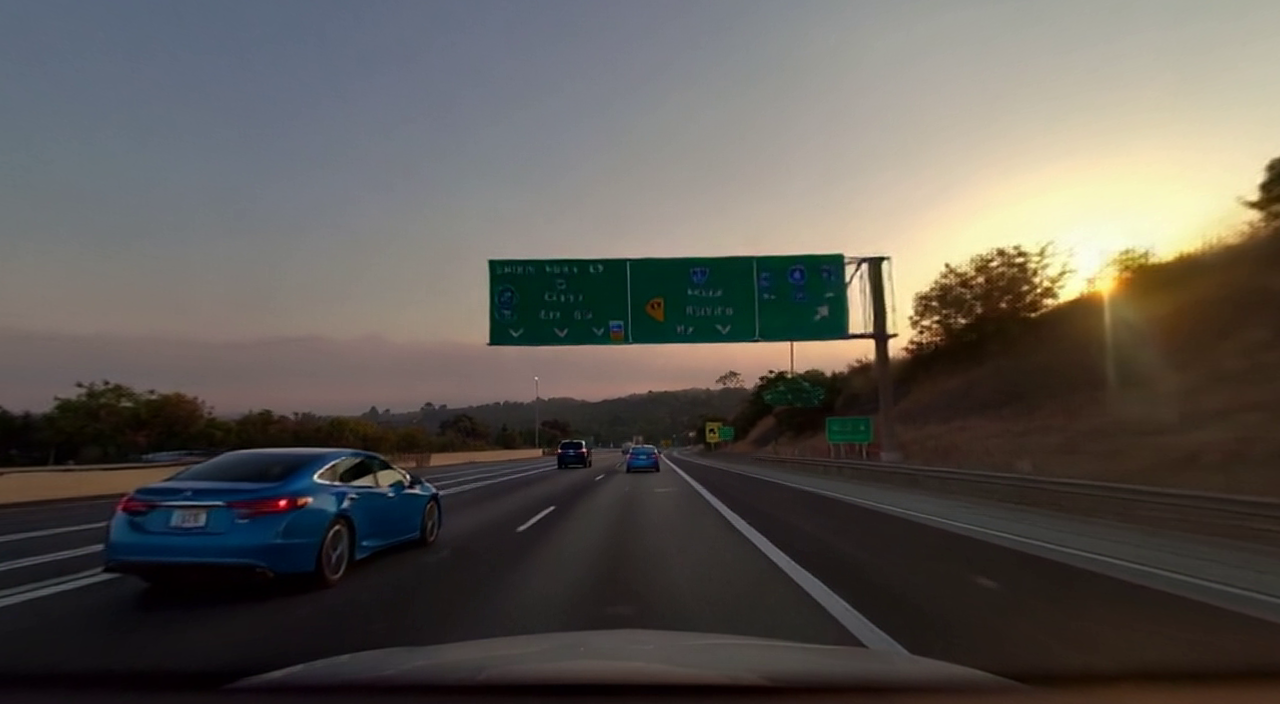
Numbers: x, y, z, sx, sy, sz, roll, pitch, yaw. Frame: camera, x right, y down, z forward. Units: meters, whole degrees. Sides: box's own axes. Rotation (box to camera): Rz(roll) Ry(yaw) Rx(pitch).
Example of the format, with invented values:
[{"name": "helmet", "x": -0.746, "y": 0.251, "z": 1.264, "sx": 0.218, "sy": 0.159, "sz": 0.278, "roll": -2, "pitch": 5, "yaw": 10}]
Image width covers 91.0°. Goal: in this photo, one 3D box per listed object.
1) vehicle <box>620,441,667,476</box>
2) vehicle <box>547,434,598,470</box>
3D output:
[{"name": "vehicle", "x": 0.179, "y": 5.054, "z": 30.165, "sx": 2.086, "sy": 1.548, "sz": 4.325, "roll": 0, "pitch": -9, "yaw": 1}, {"name": "vehicle", "x": -3.730, "y": 5.681, "z": 35.880, "sx": 2.264, "sy": 1.901, "sz": 4.647, "roll": 0, "pitch": -9, "yaw": 2}]
